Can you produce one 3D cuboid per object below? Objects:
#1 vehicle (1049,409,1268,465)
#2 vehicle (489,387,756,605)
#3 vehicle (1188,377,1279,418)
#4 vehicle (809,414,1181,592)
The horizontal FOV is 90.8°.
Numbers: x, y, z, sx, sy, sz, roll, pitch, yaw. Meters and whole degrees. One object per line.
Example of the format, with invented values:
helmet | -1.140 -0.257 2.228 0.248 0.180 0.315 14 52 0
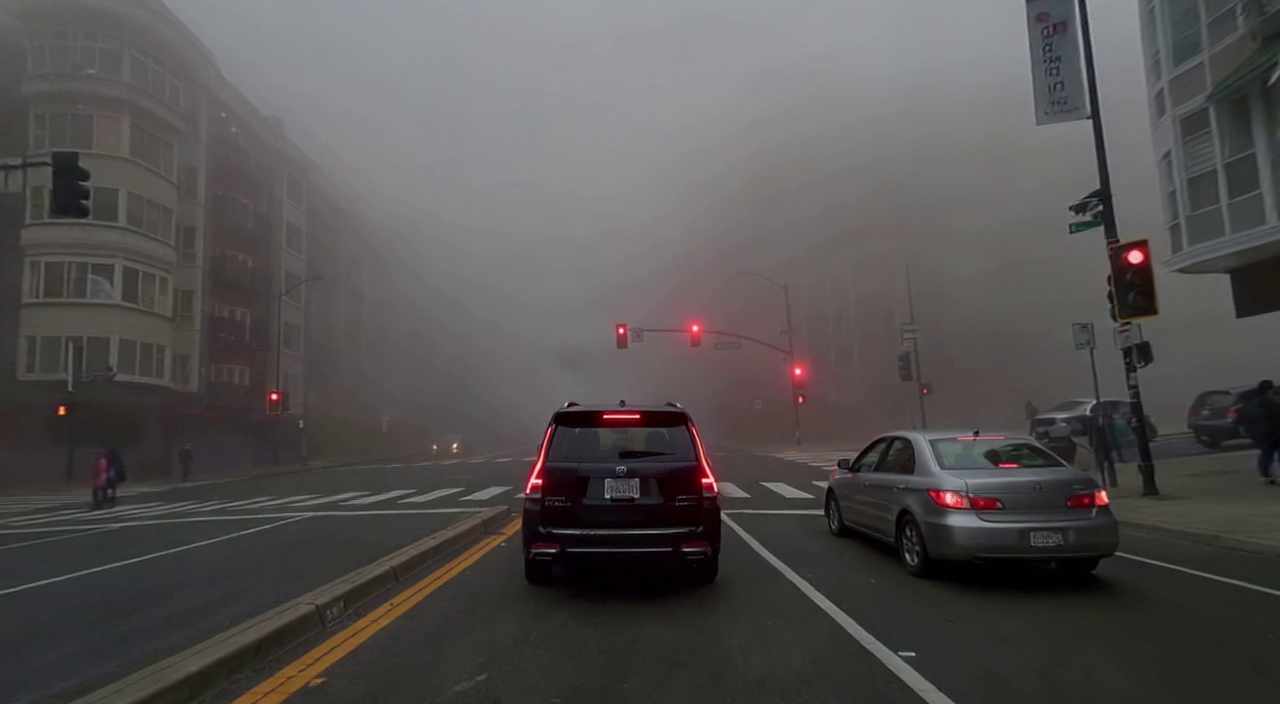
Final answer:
vehicle | 14.268 2.377 17.605 4.354 1.466 1.863 -1 -8 2
vehicle | -0.138 1.481 7.303 2.168 1.776 4.135 0 -8 0
vehicle | 26.579 1.974 27.168 4.287 1.639 1.729 0 -8 1
vehicle | 3.696 1.649 7.808 1.987 1.538 4.510 0 -8 1
